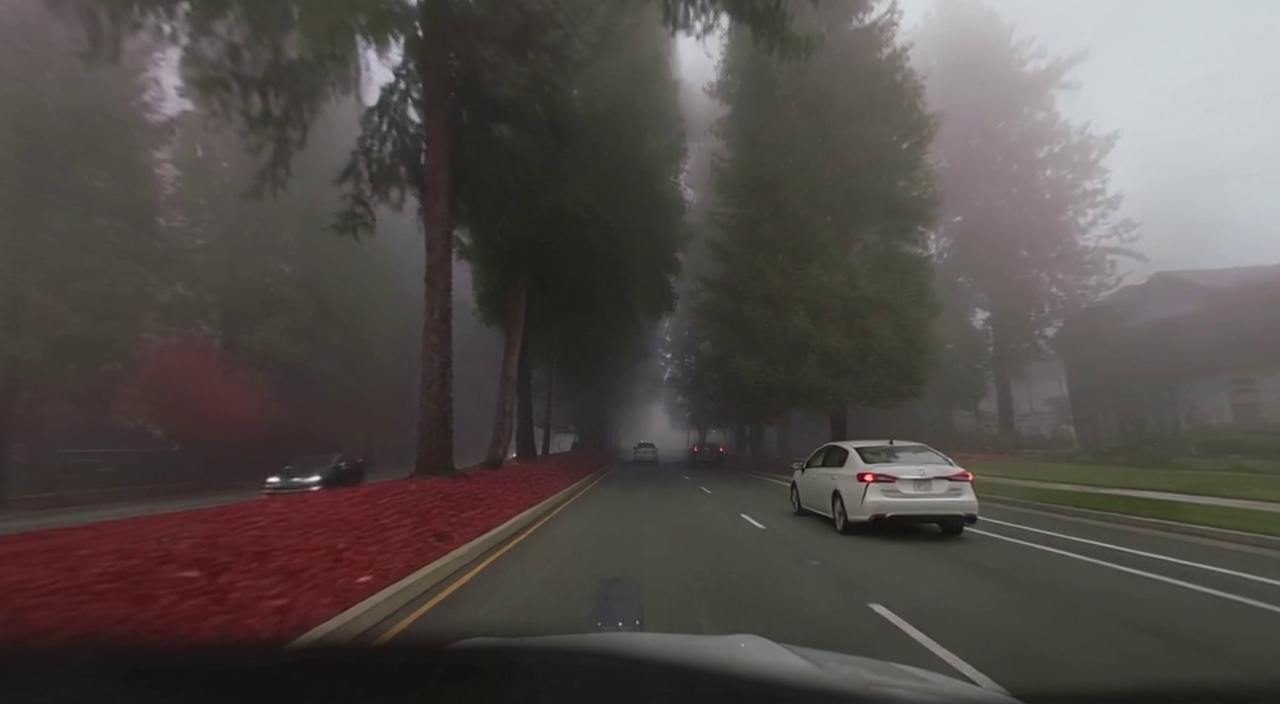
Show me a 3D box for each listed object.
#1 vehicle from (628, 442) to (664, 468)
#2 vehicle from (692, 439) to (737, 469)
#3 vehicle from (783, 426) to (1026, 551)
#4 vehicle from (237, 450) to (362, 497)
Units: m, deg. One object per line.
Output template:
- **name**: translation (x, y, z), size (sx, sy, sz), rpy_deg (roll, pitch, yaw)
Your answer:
- **vehicle**: translation (0.315, 6.214, 38.158), size (2.082, 1.473, 4.028), rpy_deg (0, -8, 0)
- **vehicle**: translation (4.271, 5.965, 37.020), size (2.074, 1.652, 4.340), rpy_deg (0, -8, 0)
- **vehicle**: translation (3.737, 1.991, 9.909), size (1.985, 1.529, 4.147), rpy_deg (0, -8, 0)
- **vehicle**: translation (-11.836, 4.226, 22.400), size (1.907, 1.456, 4.520), rpy_deg (0, -8, 0)
